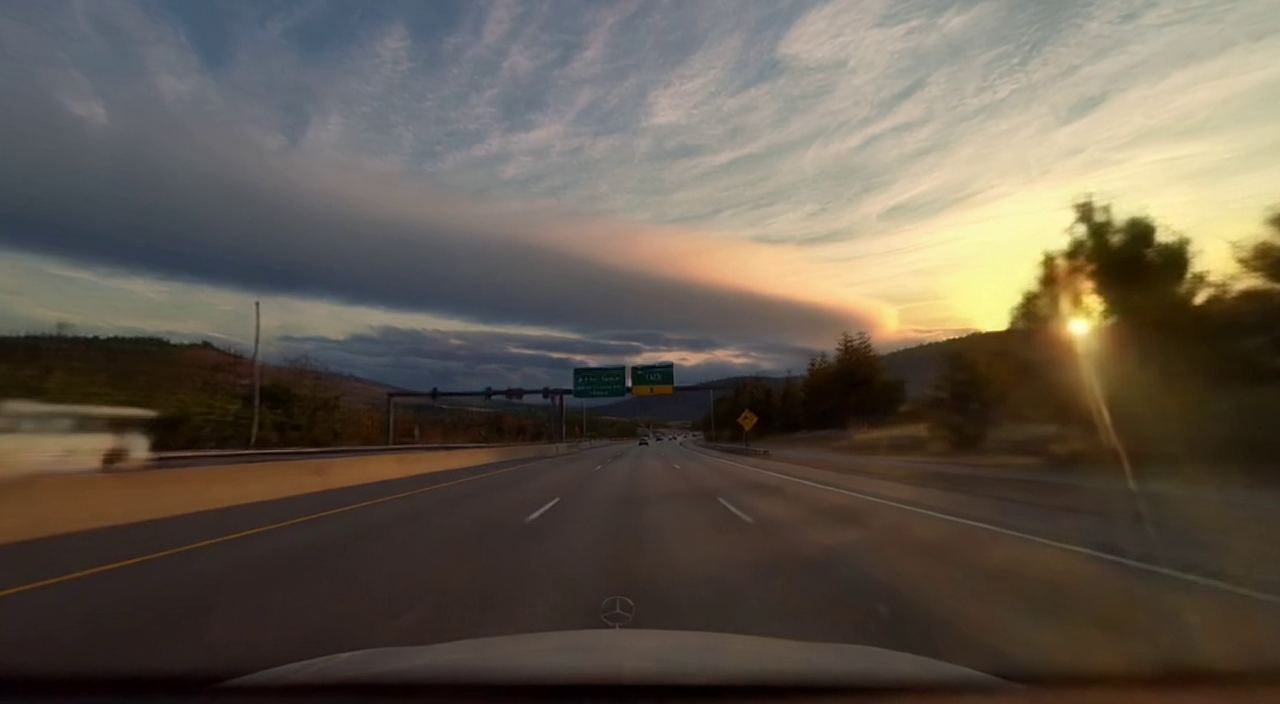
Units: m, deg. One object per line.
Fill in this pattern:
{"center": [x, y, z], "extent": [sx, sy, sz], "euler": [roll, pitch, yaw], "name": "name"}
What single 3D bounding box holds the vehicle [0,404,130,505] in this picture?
{"center": [-14.242, 2.170, 13.291], "extent": [2.360, 2.041, 5.367], "euler": [-1, -8, 0], "name": "vehicle"}
